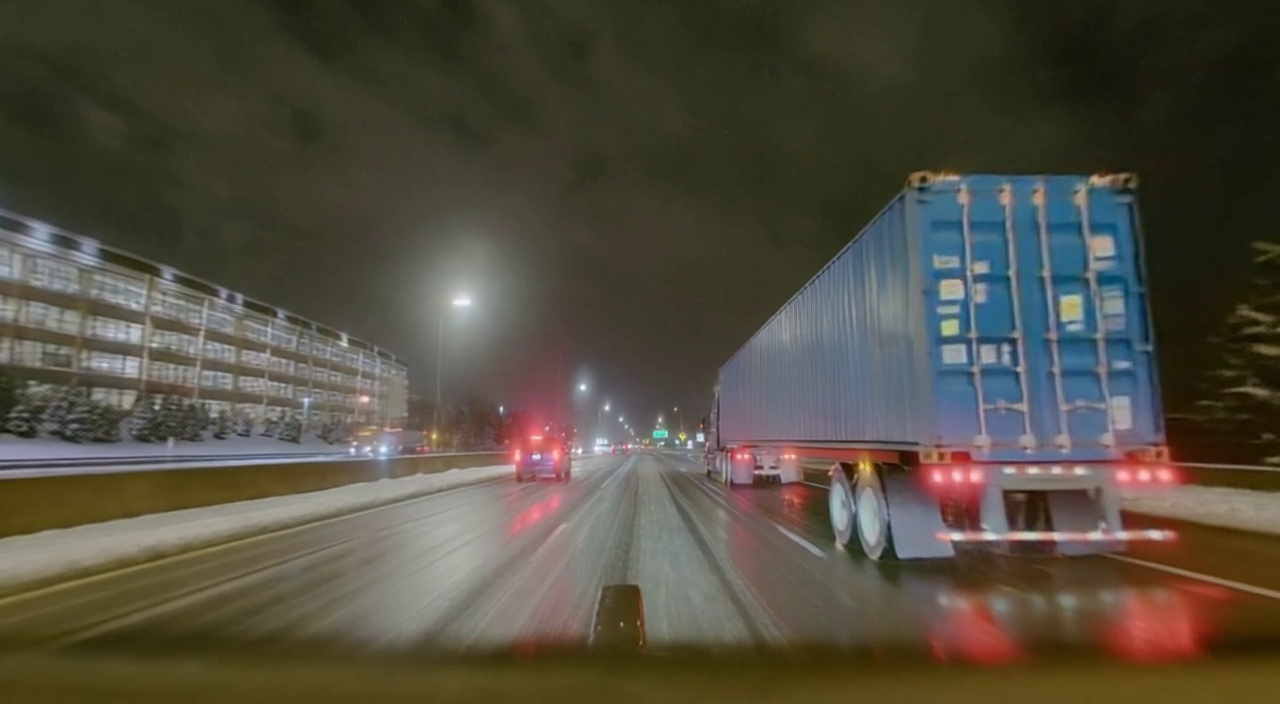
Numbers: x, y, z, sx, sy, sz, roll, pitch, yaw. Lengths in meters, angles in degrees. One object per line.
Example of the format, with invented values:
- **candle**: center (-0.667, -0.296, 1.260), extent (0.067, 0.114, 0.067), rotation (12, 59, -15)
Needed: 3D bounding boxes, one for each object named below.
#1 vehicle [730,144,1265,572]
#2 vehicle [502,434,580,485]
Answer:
- **vehicle**: center (4.151, 0.952, 12.572), extent (2.893, 3.992, 13.605), rotation (0, -8, 1)
- **vehicle**: center (-3.223, 3.598, 21.287), extent (1.954, 1.528, 4.010), rotation (0, -9, 0)
